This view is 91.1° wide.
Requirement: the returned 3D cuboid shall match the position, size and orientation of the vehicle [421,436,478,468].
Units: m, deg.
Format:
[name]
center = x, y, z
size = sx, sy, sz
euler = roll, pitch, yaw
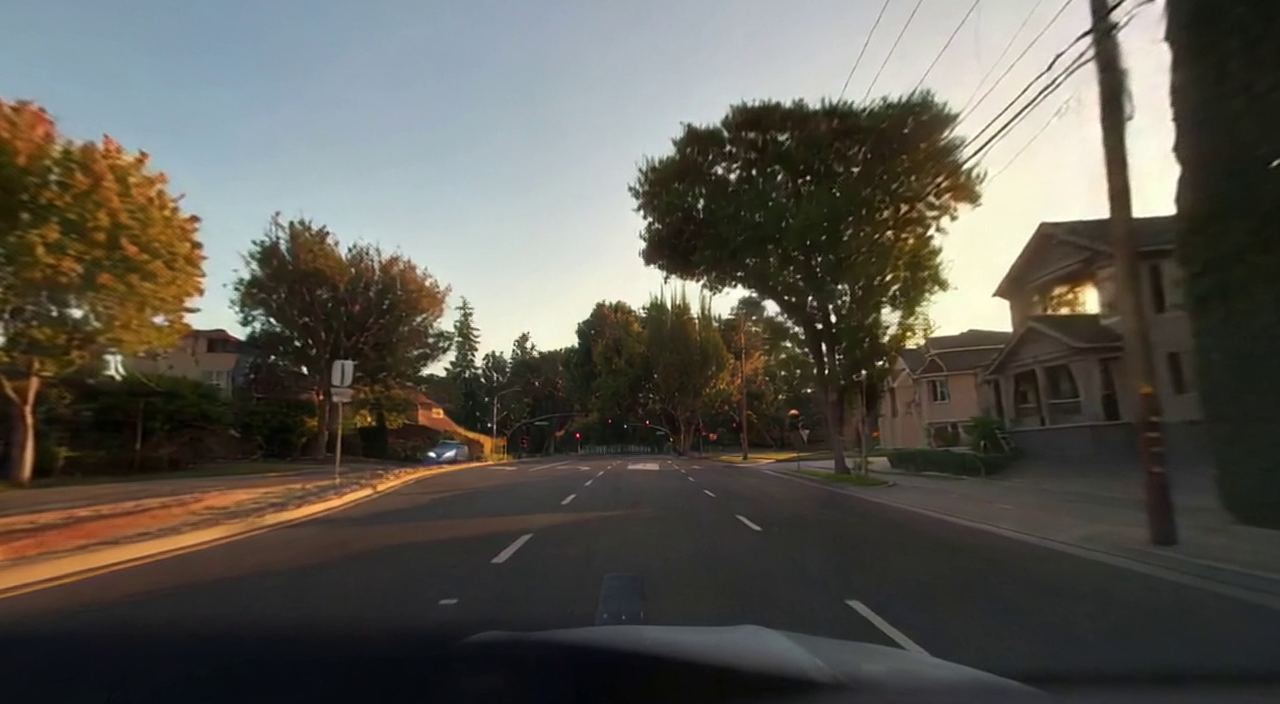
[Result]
[vehicle]
center = -11.668, 6.169, 38.806
size = 2.045, 1.847, 4.674
euler = 0, -8, 0
